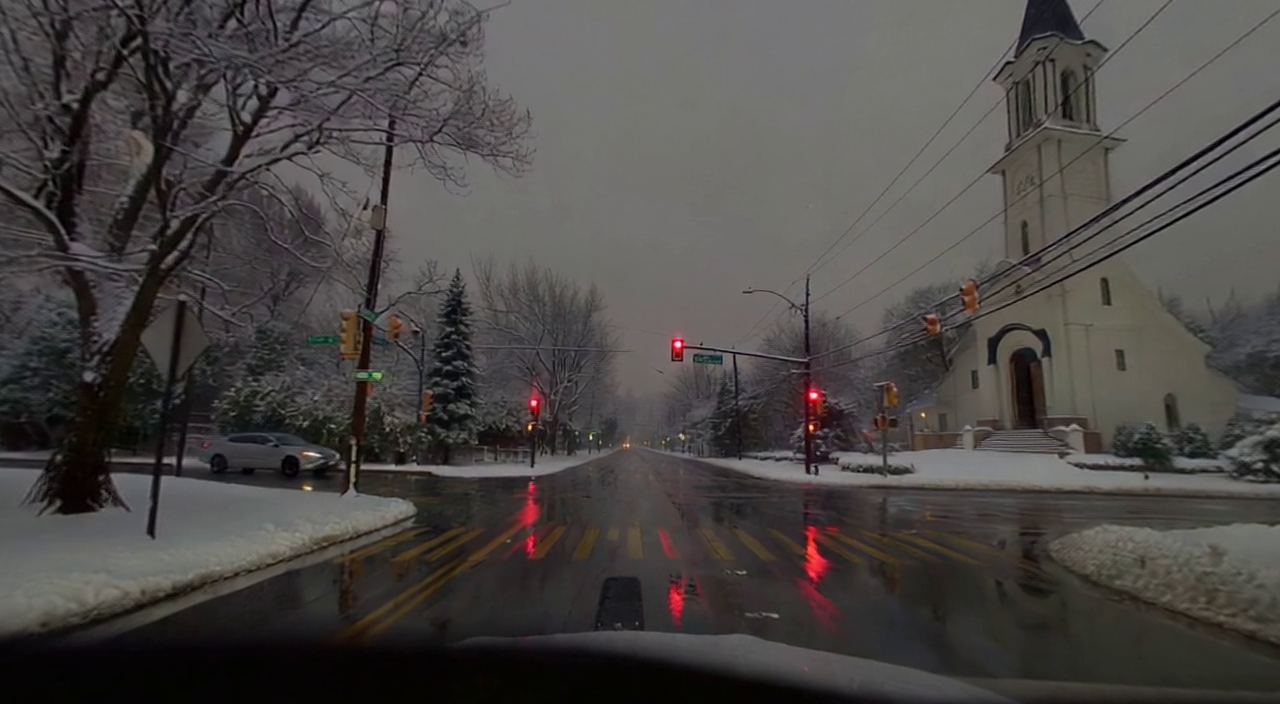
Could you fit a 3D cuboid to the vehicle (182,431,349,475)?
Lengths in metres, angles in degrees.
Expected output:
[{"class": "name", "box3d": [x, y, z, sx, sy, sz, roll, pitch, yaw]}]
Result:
[{"class": "vehicle", "box3d": [-13.274, 3.605, 22.597, 4.718, 1.497, 2.032, 0, -9, 3]}]
